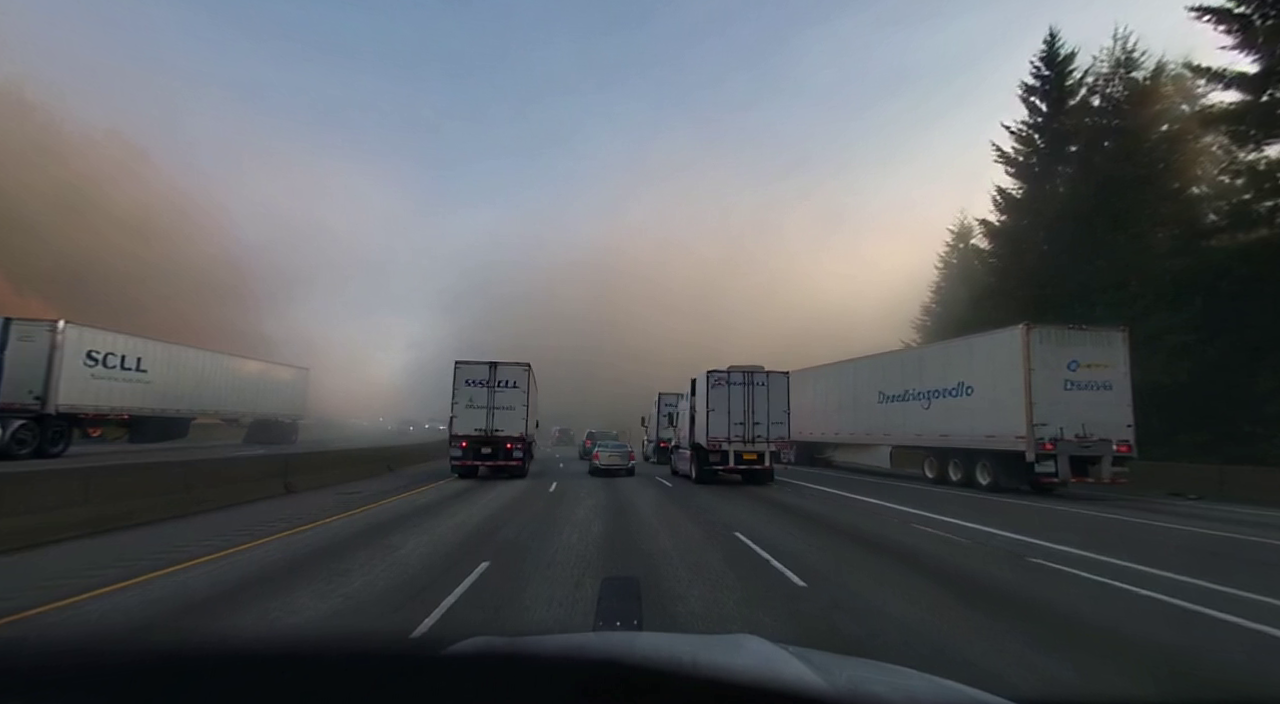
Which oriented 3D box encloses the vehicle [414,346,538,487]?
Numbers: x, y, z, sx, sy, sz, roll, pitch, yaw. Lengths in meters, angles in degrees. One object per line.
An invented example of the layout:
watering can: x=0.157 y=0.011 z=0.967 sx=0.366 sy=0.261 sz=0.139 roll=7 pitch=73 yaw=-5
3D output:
vehicle: x=-5.149 y=2.315 z=21.511 sx=2.822 sy=3.788 sz=8.799 roll=1 pitch=-8 yaw=-7

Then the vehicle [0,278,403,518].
vehicle: x=-11.439 y=1.487 z=16.045 sx=2.867 sy=4.125 sz=14.026 roll=-2 pitch=-8 yaw=12

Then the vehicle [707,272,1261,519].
vehicle: x=6.857 y=1.559 z=17.105 sx=2.820 sy=4.084 sz=13.786 roll=4 pitch=-9 yaw=-27

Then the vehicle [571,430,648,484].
vehicle: x=-1.112 y=3.322 z=20.431 sx=2.060 sy=1.540 sz=4.374 roll=1 pitch=-8 yaw=-8
